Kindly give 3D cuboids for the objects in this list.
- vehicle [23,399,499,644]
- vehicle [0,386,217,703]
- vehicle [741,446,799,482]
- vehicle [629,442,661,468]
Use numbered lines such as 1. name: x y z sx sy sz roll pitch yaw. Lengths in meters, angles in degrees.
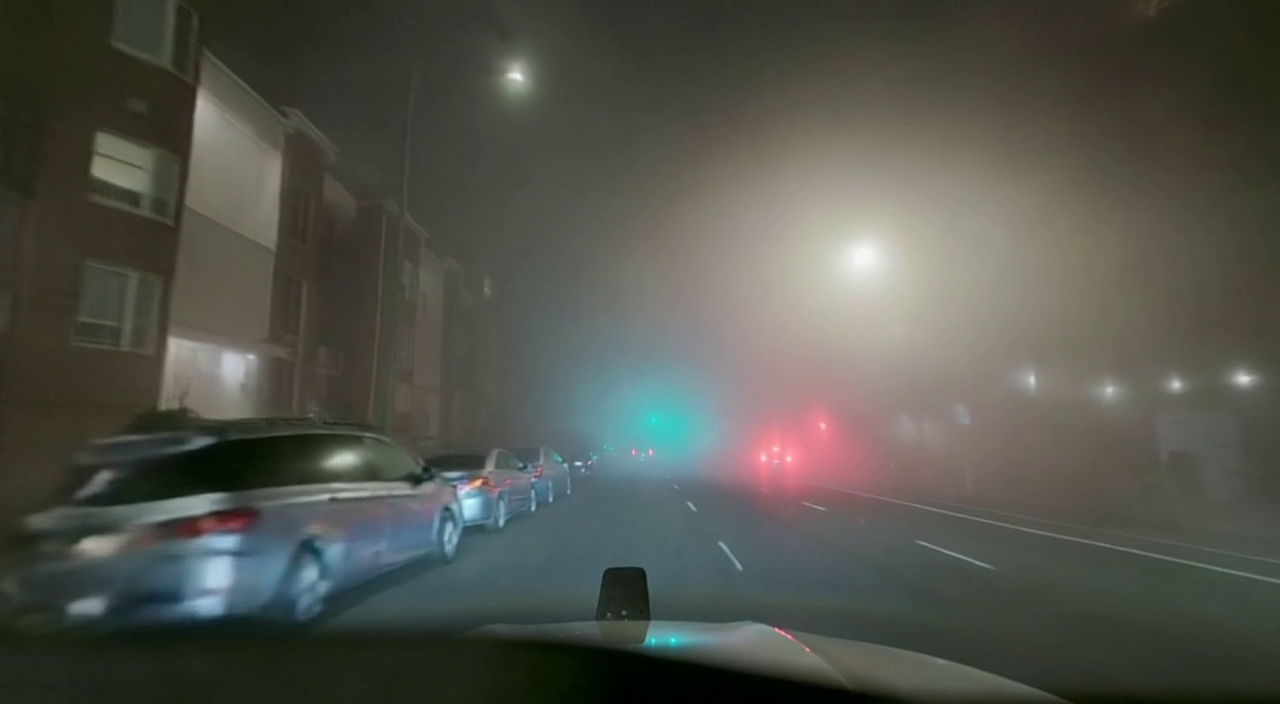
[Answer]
1. vehicle: -3.124 1.514 6.660 2.199 1.676 4.486 0 -9 0
2. vehicle: -3.340 0.915 2.239 1.609 1.619 2.840 0 -9 0
3. vehicle: 5.684 4.943 28.002 1.799 1.463 3.464 0 -9 -1
4. vehicle: 0.399 7.111 43.622 2.122 1.689 3.885 0 -9 1
